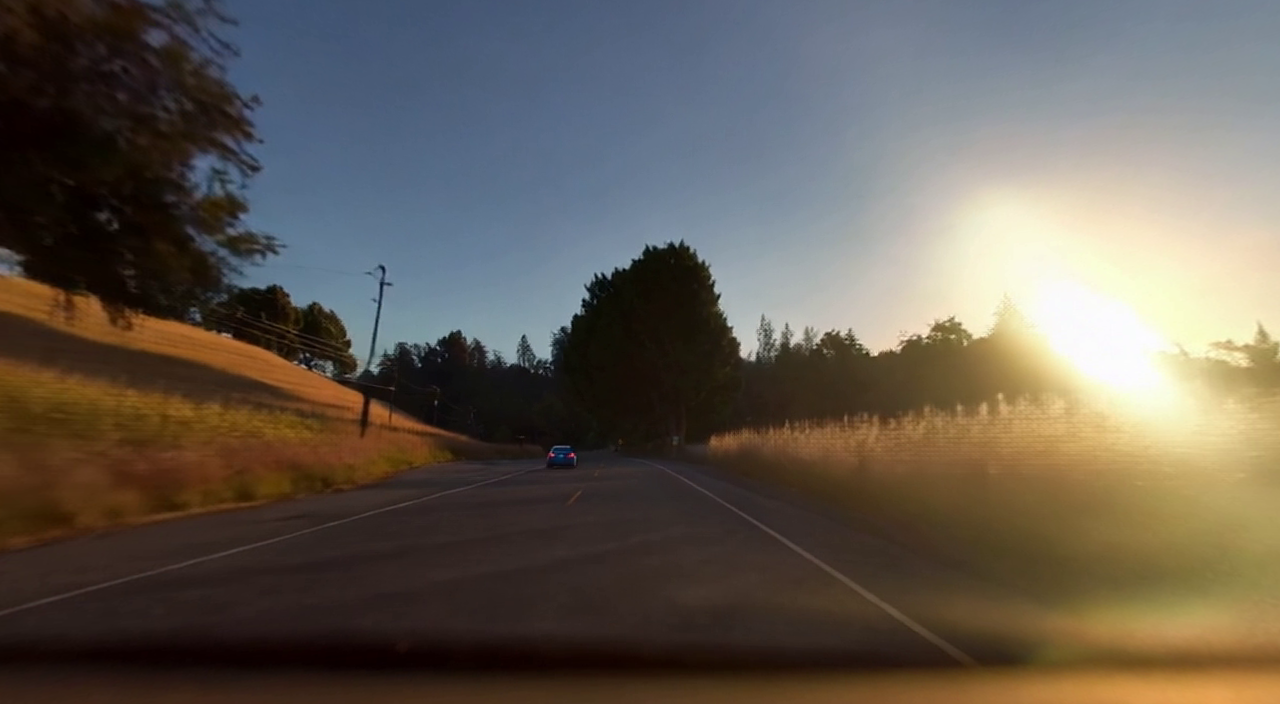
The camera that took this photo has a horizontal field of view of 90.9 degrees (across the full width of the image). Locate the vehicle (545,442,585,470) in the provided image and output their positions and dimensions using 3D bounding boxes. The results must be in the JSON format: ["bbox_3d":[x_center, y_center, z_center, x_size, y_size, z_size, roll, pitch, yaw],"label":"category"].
[{"bbox_3d":[-4.261,5.953,36.274,1.968,1.503,4.443,0,-8,-3],"label":"vehicle"}]
